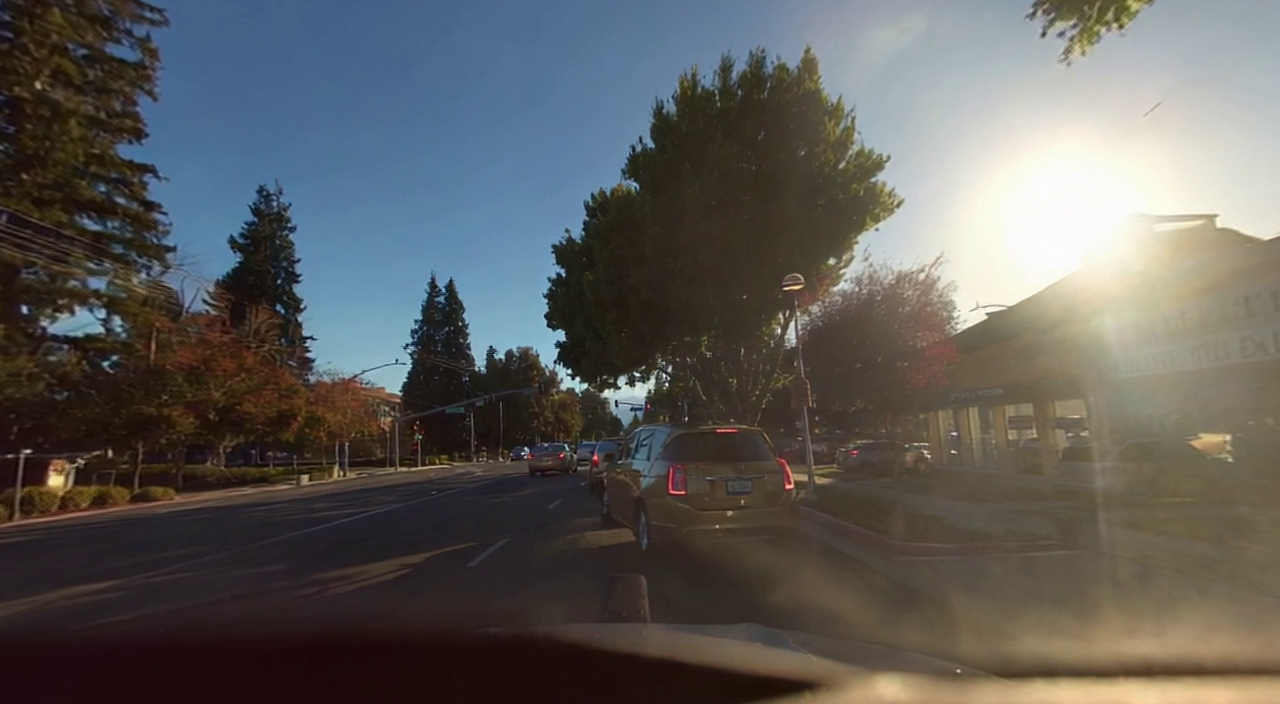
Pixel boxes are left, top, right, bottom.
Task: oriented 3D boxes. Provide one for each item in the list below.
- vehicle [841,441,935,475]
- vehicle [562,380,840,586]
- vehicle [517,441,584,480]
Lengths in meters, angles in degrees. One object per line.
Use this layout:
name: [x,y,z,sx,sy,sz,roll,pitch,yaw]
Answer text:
vehicle: [12.119,5.181,30.806,3.811,1.557,1.800,1,-9,-10]
vehicle: [0.399,1.616,8.560,2.052,1.955,4.642,3,-9,-17]
vehicle: [-3.630,4.487,26.204,2.026,1.466,4.282,0,-8,2]
